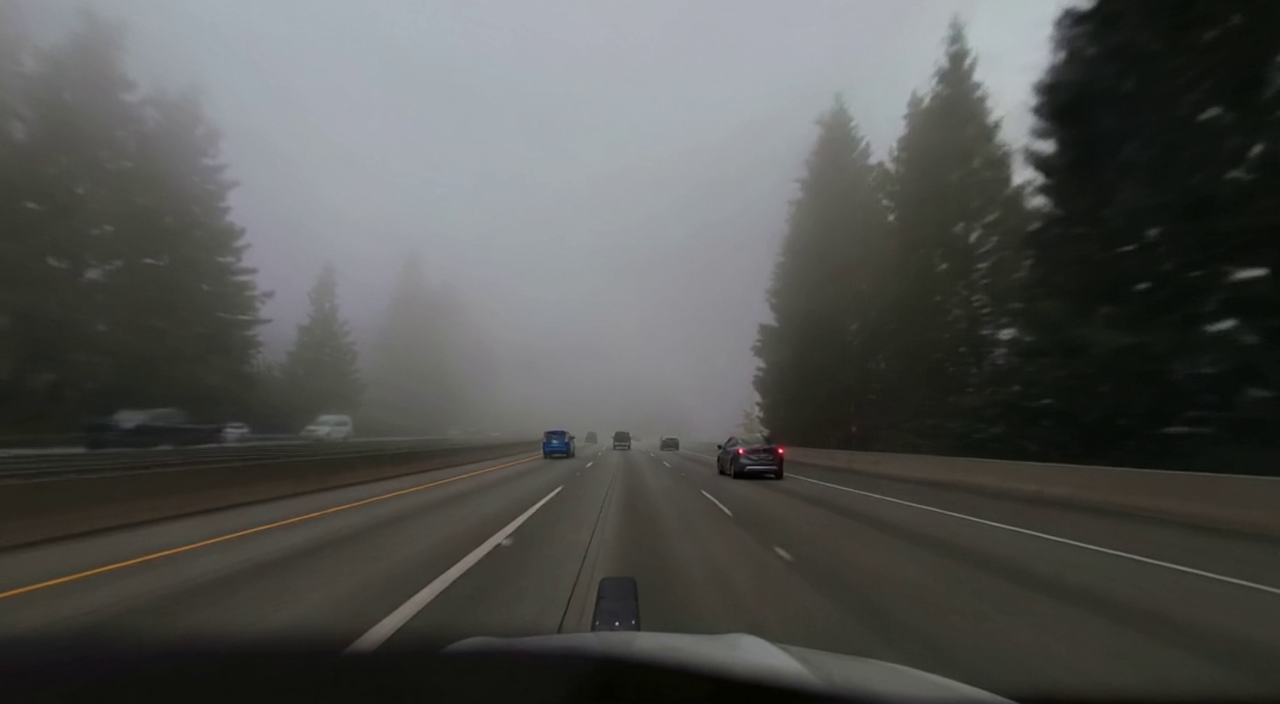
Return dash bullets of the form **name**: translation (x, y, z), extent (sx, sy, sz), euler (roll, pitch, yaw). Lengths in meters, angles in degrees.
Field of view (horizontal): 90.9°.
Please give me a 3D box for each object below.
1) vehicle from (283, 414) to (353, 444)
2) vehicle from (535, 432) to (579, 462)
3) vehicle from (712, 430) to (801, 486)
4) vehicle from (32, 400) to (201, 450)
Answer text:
- **vehicle**: translation (-21.808, 5.264, 42.951), extent (2.150, 1.879, 5.149), euler (0, -8, -2)
- **vehicle**: translation (-4.507, 5.181, 34.724), extent (1.941, 1.529, 4.111), euler (0, -8, -1)
- **vehicle**: translation (3.446, 3.194, 19.390), extent (1.883, 1.536, 3.792), euler (0, -8, -2)
- **vehicle**: translation (-18.135, 2.599, 22.211), extent (1.963, 1.581, 4.609), euler (0, -8, 0)
